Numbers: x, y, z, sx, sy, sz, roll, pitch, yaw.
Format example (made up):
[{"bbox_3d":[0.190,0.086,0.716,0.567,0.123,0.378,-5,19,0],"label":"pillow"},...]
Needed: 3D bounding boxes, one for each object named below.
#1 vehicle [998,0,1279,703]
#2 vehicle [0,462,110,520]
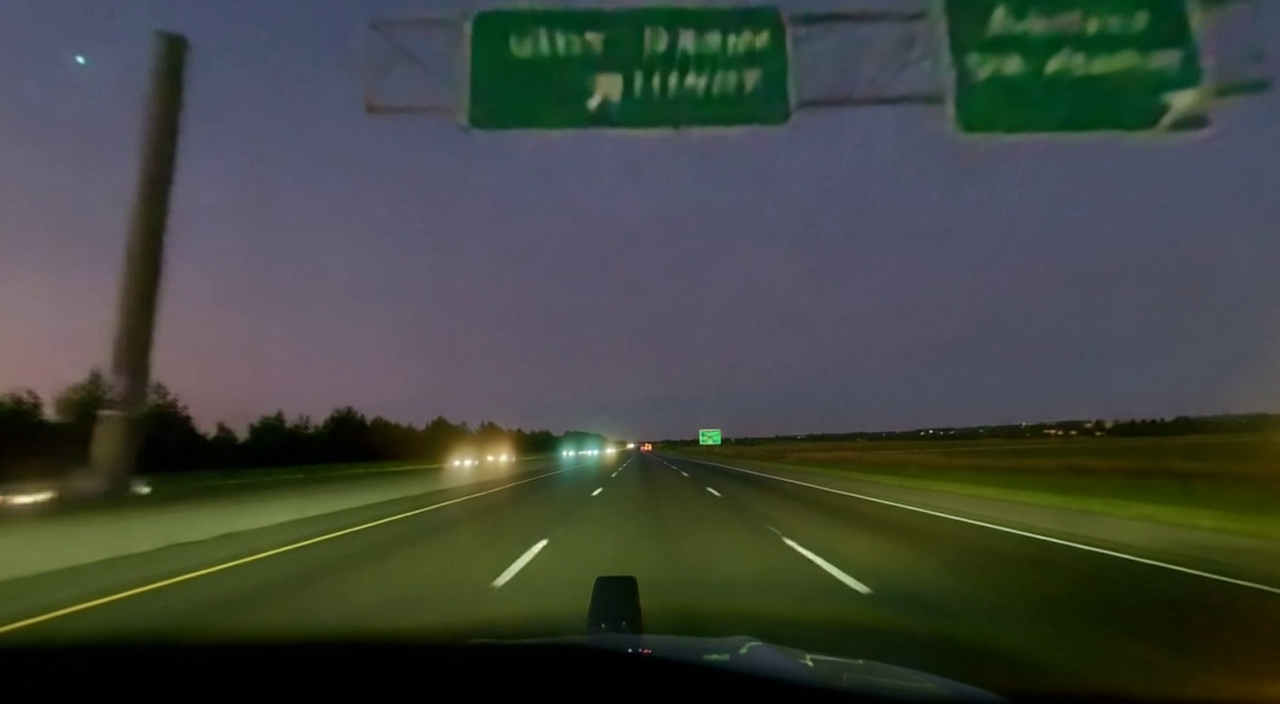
[{"bbox_3d":[3.997,-0.287,1.138,3.051,3.968,5.943,0,-9,0],"label":"vehicle"},{"bbox_3d":[-18.200,3.929,18.018,1.945,1.482,4.735,0,-9,0],"label":"vehicle"}]
